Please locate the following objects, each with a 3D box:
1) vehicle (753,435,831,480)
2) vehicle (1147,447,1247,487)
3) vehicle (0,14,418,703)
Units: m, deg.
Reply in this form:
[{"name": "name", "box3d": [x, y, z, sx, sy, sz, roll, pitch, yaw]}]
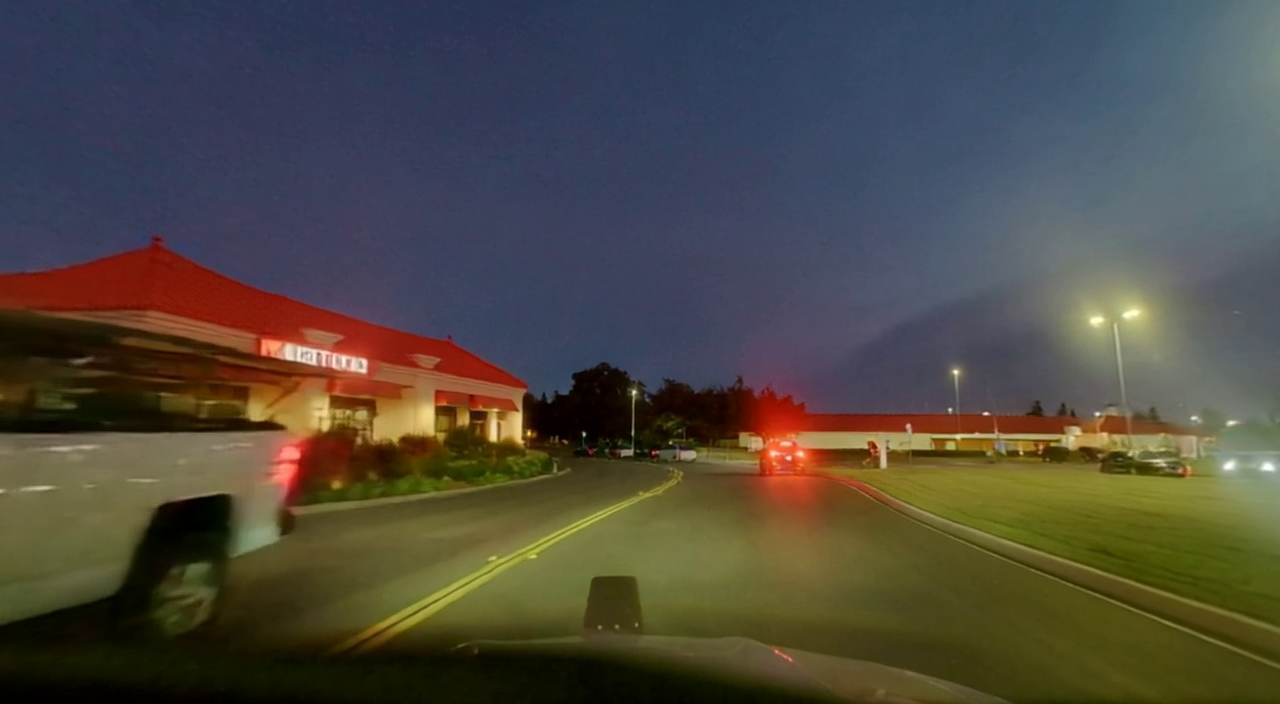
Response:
[{"name": "vehicle", "box3d": [6.627, 4.670, 28.240, 2.292, 1.767, 5.128, -1, -8, 2]}, {"name": "vehicle", "box3d": [24.991, 5.098, 28.306, 4.545, 1.640, 1.866, 5, -10, -30]}, {"name": "vehicle", "box3d": [-3.578, 0.313, 2.769, 2.674, 2.815, 6.582, -1, -8, 1]}]
